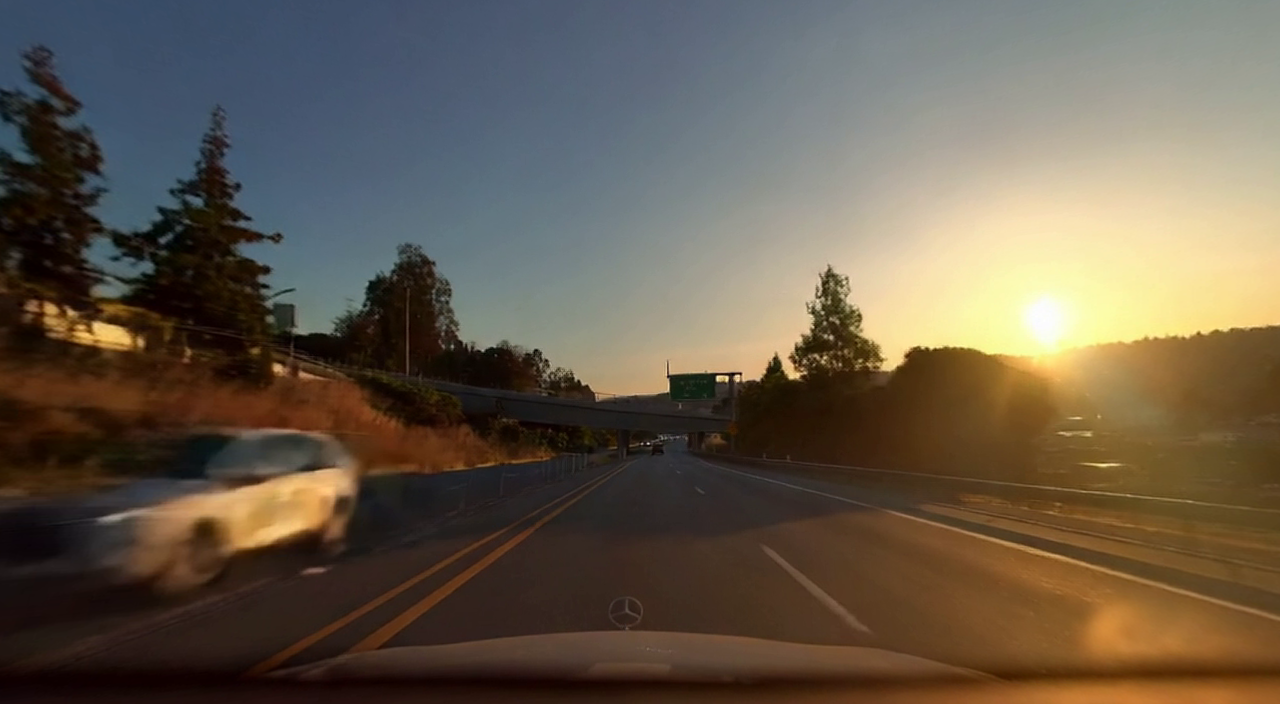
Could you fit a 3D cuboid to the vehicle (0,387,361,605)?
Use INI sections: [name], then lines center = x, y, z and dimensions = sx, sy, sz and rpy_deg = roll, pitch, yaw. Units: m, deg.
[vehicle]
center = -5.827, 1.635, 8.032
dimensions = 2.341, 1.910, 4.785
rpy_deg = 0, -9, 0
